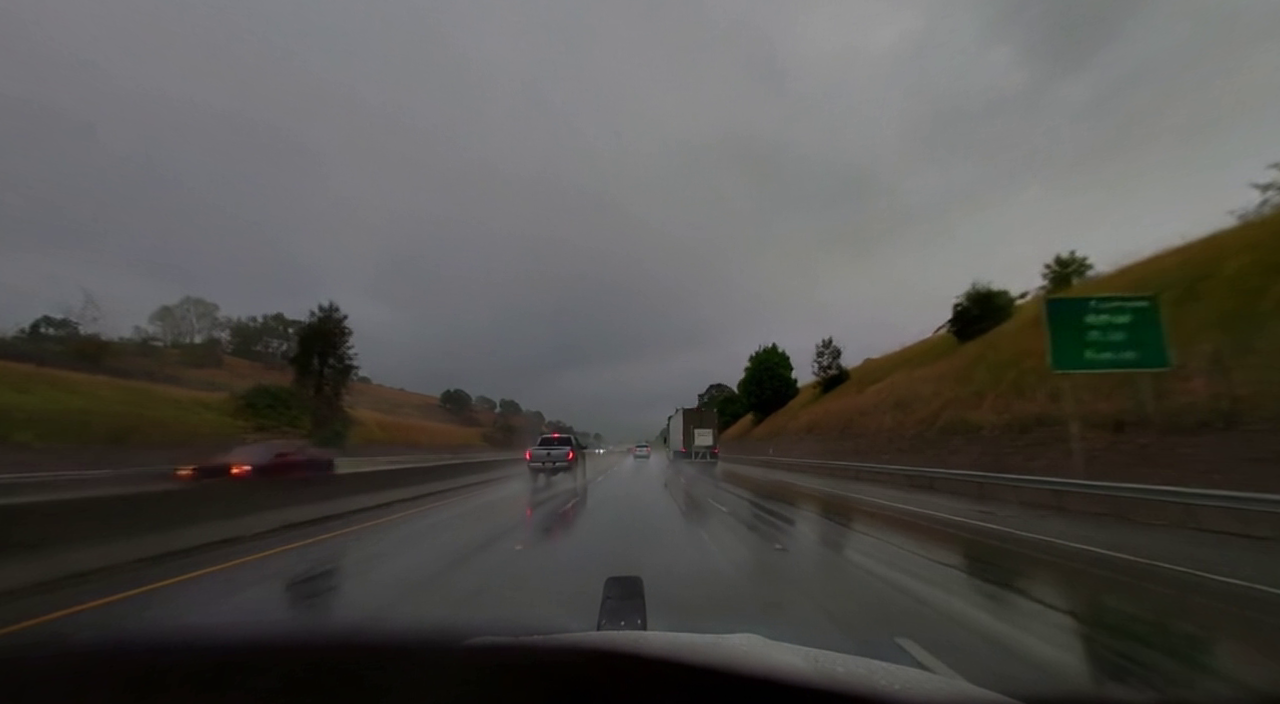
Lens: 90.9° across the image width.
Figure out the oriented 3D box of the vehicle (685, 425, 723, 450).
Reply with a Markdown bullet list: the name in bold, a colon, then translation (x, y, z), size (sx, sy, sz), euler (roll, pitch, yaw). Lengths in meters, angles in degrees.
- **vehicle**: translation (4.129, 5.678, 41.354), size (1.968, 1.547, 4.215), euler (0, -9, -2)

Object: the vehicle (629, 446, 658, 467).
- **vehicle**: translation (0.276, 7.886, 47.753), size (2.086, 1.497, 3.681), euler (0, -9, 0)

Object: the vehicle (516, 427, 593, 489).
- **vehicle**: translation (-3.027, 3.899, 23.270), size (2.142, 2.044, 4.446), euler (0, -9, 1)

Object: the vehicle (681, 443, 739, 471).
- **vehicle**: translation (4.254, 6.633, 40.074), size (2.654, 1.574, 9.537), euler (0, -9, 0)

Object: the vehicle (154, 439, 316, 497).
- **vehicle**: translation (-11.229, 3.221, 17.877), size (1.939, 1.460, 4.031), euler (0, -9, -1)
